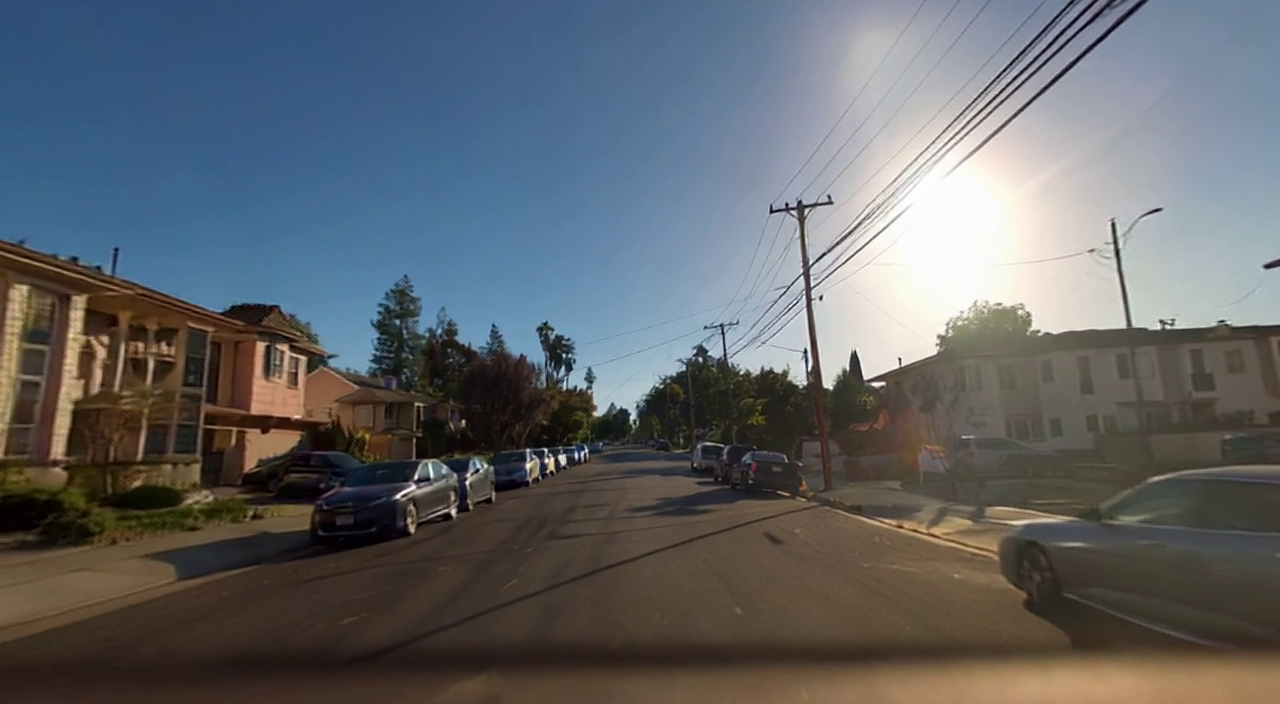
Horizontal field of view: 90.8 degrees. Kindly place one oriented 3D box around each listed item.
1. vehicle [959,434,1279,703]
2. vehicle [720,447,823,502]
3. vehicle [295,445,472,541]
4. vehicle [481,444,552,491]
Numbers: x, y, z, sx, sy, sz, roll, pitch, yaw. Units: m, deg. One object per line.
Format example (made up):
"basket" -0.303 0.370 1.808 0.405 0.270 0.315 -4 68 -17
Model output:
"vehicle" 4.141 1.253 3.690 2.057 1.511 4.858 -1 -10 1
"vehicle" 4.025 3.825 20.281 2.174 1.504 4.809 0 -8 -1
"vehicle" -5.241 2.888 13.687 2.032 1.716 4.382 0 -8 -1
"vehicle" -5.617 5.303 29.593 2.184 1.958 5.757 0 -8 0
